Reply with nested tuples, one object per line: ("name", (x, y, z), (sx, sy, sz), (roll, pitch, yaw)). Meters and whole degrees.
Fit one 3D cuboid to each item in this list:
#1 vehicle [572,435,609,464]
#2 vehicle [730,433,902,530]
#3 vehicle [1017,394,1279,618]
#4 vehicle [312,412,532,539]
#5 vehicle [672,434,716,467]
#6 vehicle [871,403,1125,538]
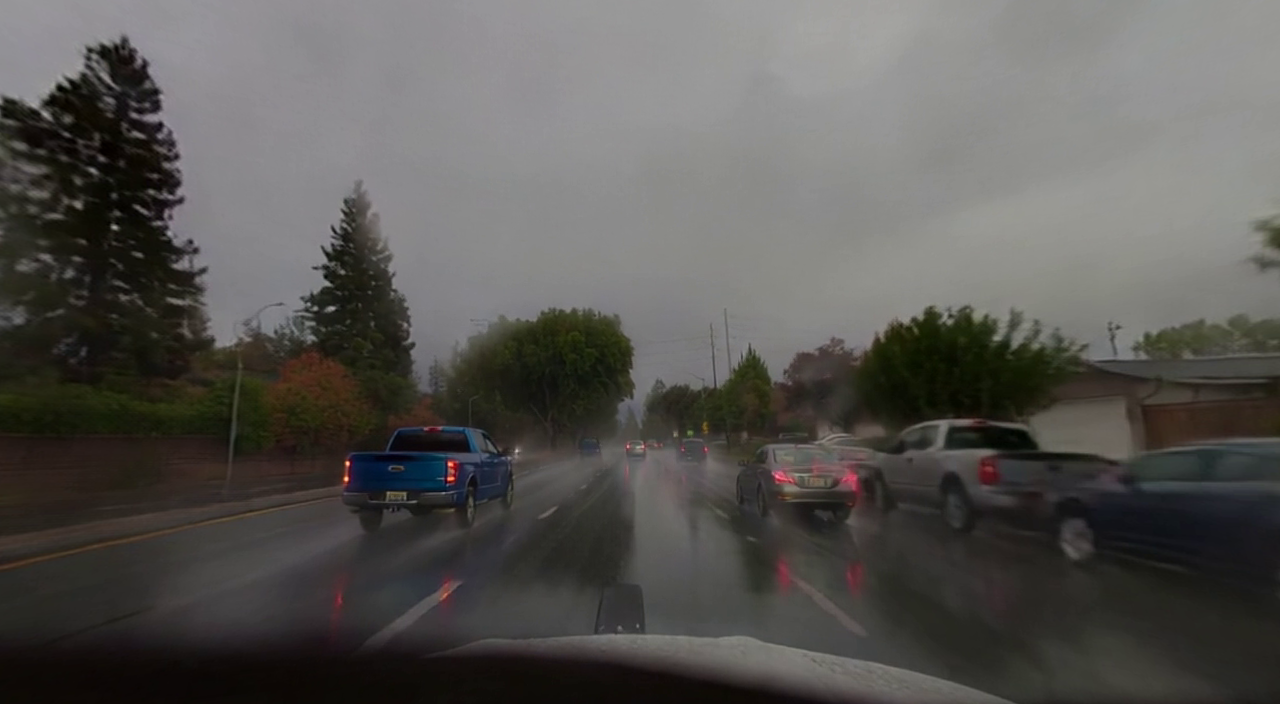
("vehicle", (-3.385, 6.777, 44.021), (2.218, 1.829, 4.492), (0, -8, 0))
("vehicle", (2.992, 2.289, 11.789), (1.884, 1.463, 4.195), (0, -8, -2))
("vehicle", (6.329, 1.441, 6.355), (2.031, 1.837, 4.822), (0, -8, 0))
("vehicle", (-3.490, 2.109, 11.478), (2.111, 1.745, 5.274), (0, -8, 0))
("vehicle", (3.162, 5.897, 37.925), (2.099, 1.845, 4.363), (0, -8, -2))
("vehicle", (6.314, 2.144, 12.034), (2.012, 2.032, 4.728), (0, -8, 0))
